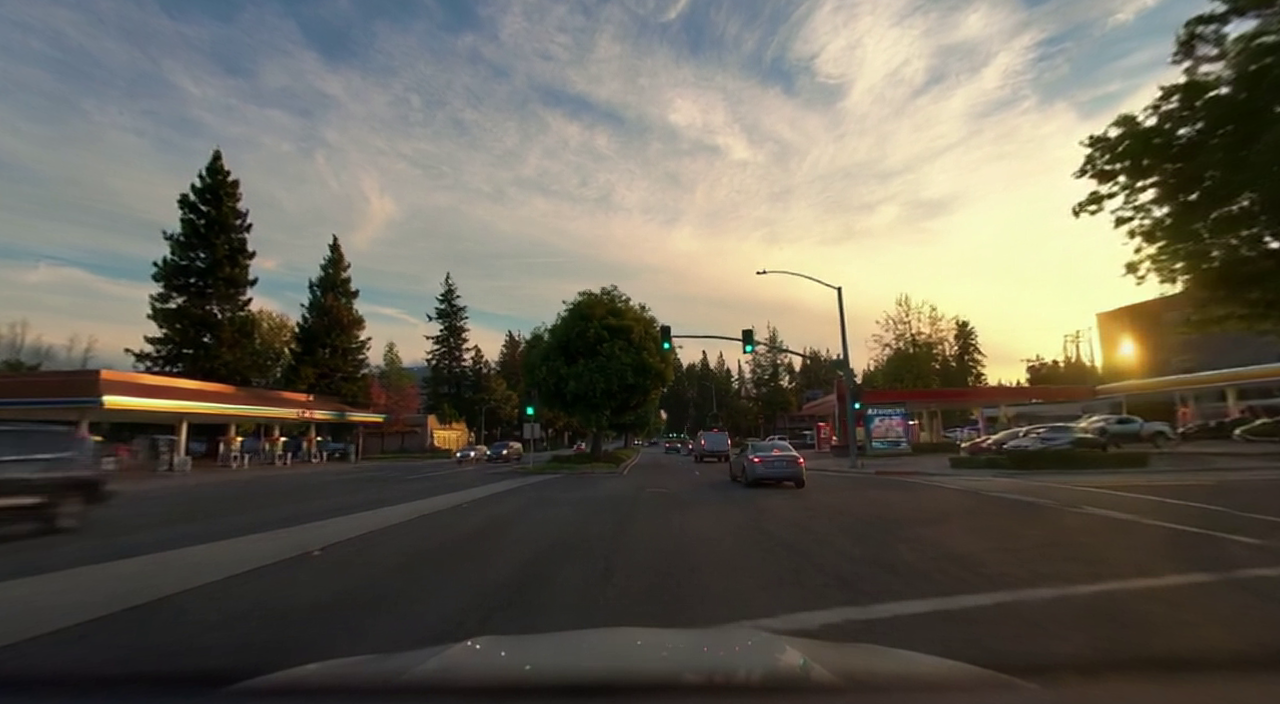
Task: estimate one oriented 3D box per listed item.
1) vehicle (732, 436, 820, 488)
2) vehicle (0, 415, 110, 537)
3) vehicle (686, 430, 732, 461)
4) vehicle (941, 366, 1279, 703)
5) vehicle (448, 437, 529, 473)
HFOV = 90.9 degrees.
[{"bbox_3d":[4.119,3.386,19.783,1.871,1.442,4.122,0,-8,0],"label":"vehicle"},{"bbox_3d":[-11.261,1.944,9.778,2.416,1.903,4.339,0,-7,-3],"label":"vehicle"},{"bbox_3d":[4.776,6.579,44.313,2.611,1.983,5.165,0,-8,0],"label":"vehicle"},{"bbox_3d":[3.819,1.006,3.546,1.875,1.665,4.931,0,-8,1],"label":"vehicle"},{"bbox_3d":[-7.673,5.264,32.532,2.842,1.476,4.980,-3,-7,1],"label":"vehicle"}]
